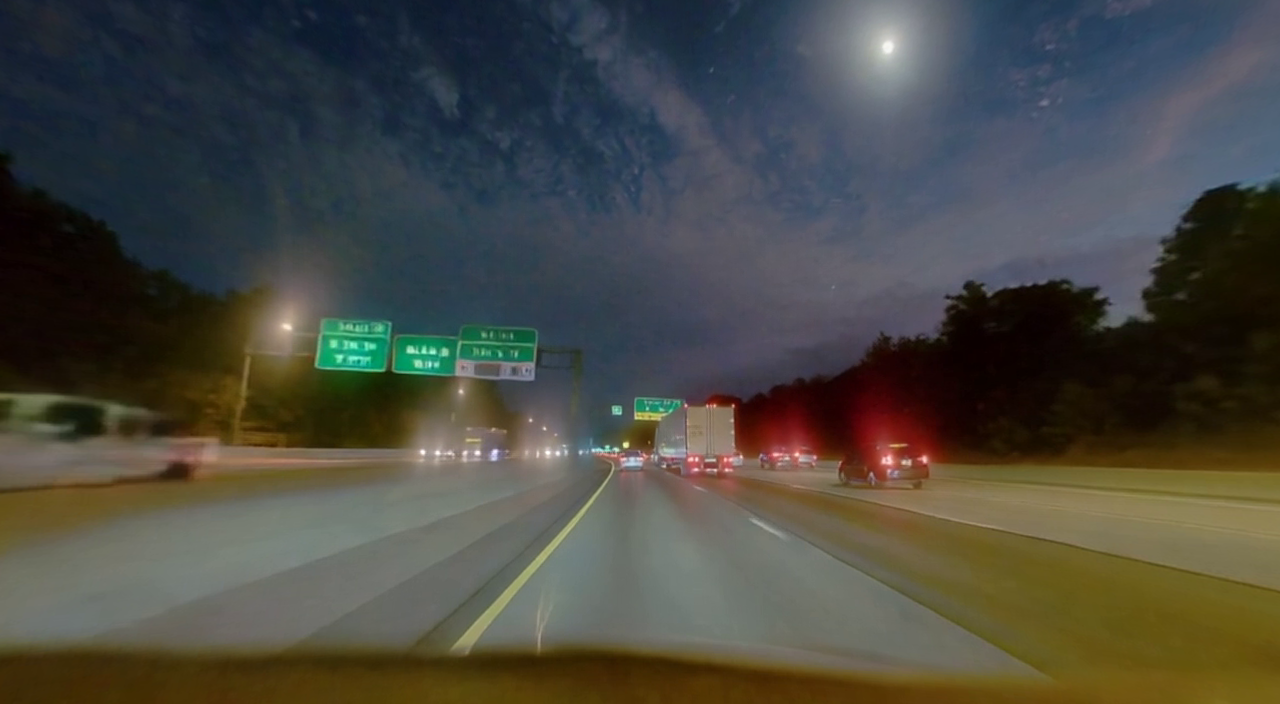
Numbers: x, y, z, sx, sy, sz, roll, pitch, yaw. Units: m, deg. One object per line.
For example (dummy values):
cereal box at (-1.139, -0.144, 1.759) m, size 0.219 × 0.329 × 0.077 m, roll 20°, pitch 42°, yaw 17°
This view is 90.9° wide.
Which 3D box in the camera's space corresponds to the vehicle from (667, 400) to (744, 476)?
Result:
vehicle at (3.735, 5.535, 39.803) m, size 2.931 × 4.009 × 12.800 m, roll 0°, pitch -9°, yaw -2°

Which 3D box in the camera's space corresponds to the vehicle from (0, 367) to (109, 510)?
vehicle at (-7.631, 0.789, 5.846) m, size 1.877 × 1.481 × 4.062 m, roll 0°, pitch -9°, yaw -1°

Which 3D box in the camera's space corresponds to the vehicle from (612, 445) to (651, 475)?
vehicle at (-0.531, 6.197, 36.415) m, size 2.111 × 1.599 × 3.859 m, roll 0°, pitch -9°, yaw -2°

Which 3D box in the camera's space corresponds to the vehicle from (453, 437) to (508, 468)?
vehicle at (-8.293, 5.279, 33.085) m, size 2.005 × 1.497 × 4.075 m, roll 0°, pitch -9°, yaw -3°
